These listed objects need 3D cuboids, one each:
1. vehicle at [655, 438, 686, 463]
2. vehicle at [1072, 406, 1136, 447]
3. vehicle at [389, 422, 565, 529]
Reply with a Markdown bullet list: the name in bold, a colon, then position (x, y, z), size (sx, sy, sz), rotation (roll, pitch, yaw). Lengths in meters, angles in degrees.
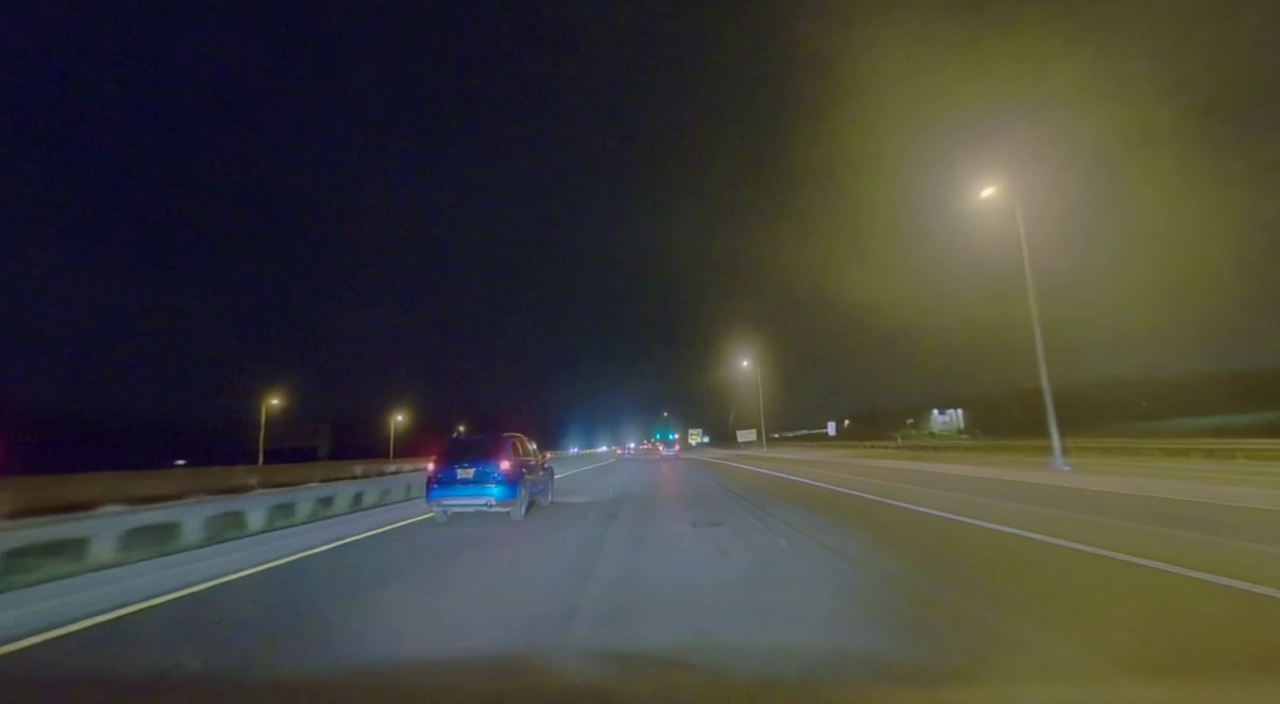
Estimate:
- **vehicle**: position (2.073, 6.883, 44.072), size (2.073, 1.621, 3.993), rotation (-1, -8, 1)
- **vehicle**: position (28.696, 4.619, 39.029), size (2.588, 2.449, 1.523), rotation (-1, -8, 6)
- **vehicle**: position (-2.893, 2.325, 12.459), size (2.143, 1.693, 4.513), rotation (-1, -8, 2)
